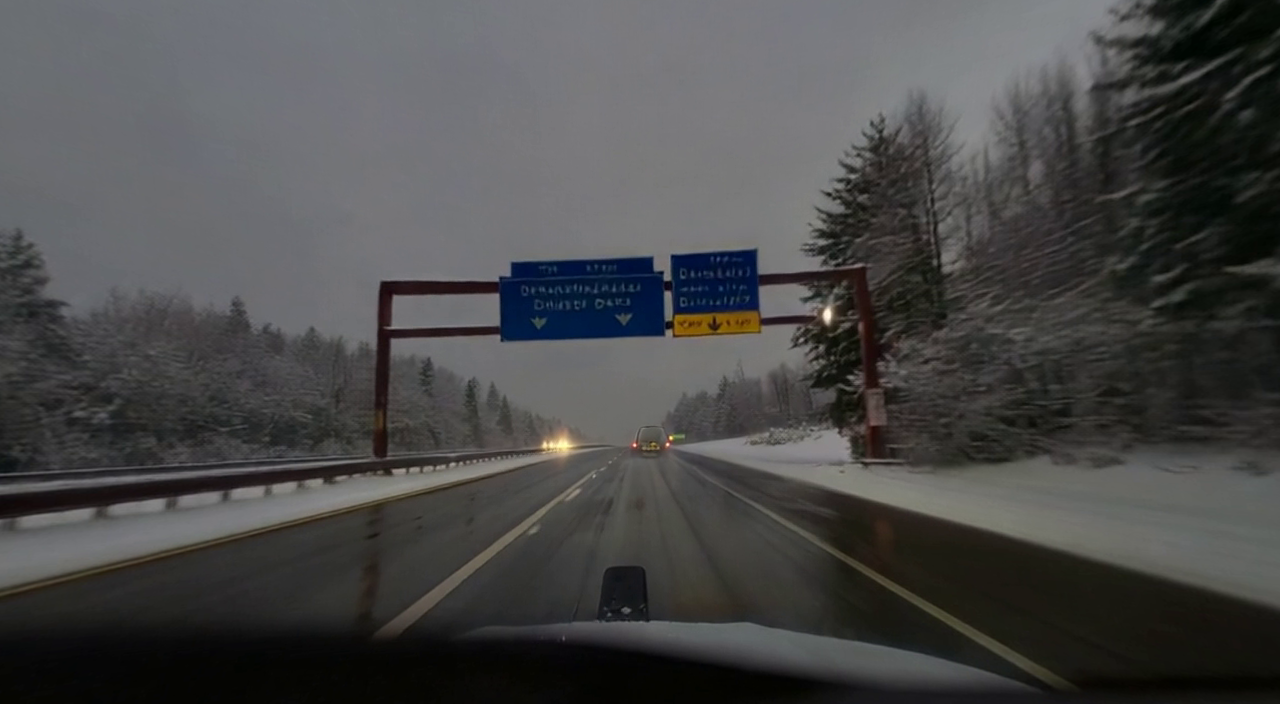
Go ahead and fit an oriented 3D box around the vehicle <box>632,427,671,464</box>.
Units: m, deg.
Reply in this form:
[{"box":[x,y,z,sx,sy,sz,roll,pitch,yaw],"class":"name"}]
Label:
[{"box":[0.715,5.812,39.248,2.277,2.109,4.922,0,-8,1],"class":"vehicle"}]
